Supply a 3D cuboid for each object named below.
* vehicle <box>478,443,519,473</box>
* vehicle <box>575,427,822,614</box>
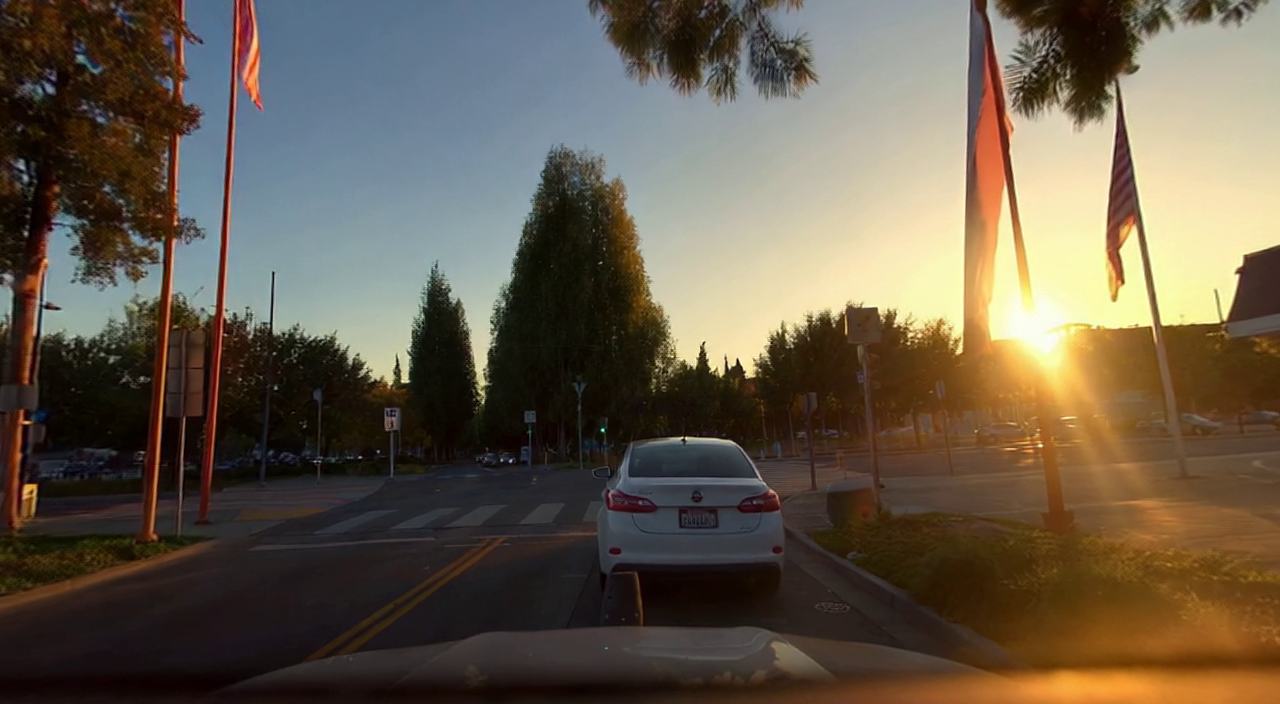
[{"bbox_3d":[-9.985,7.490,44.740,2.212,1.948,4.537,0,-9,-5],"label":"vehicle"},{"bbox_3d":[0.385,1.637,6.954,1.985,1.463,3.647,0,-9,-3],"label":"vehicle"}]
